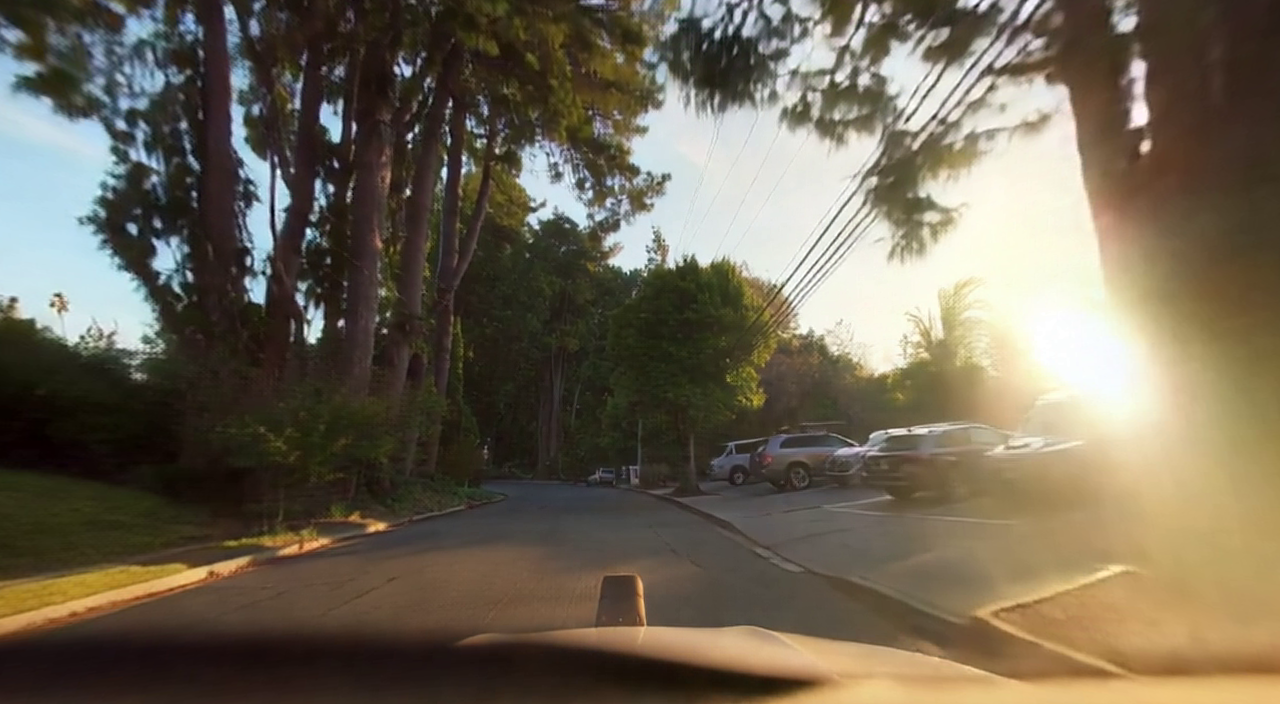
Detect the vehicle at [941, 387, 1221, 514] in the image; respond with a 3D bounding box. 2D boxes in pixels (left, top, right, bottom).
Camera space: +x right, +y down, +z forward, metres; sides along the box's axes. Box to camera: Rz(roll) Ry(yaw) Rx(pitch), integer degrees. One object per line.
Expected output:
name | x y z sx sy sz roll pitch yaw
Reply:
vehicle | 8.217 1.828 11.777 4.780 1.984 1.896 4 -9 -23
